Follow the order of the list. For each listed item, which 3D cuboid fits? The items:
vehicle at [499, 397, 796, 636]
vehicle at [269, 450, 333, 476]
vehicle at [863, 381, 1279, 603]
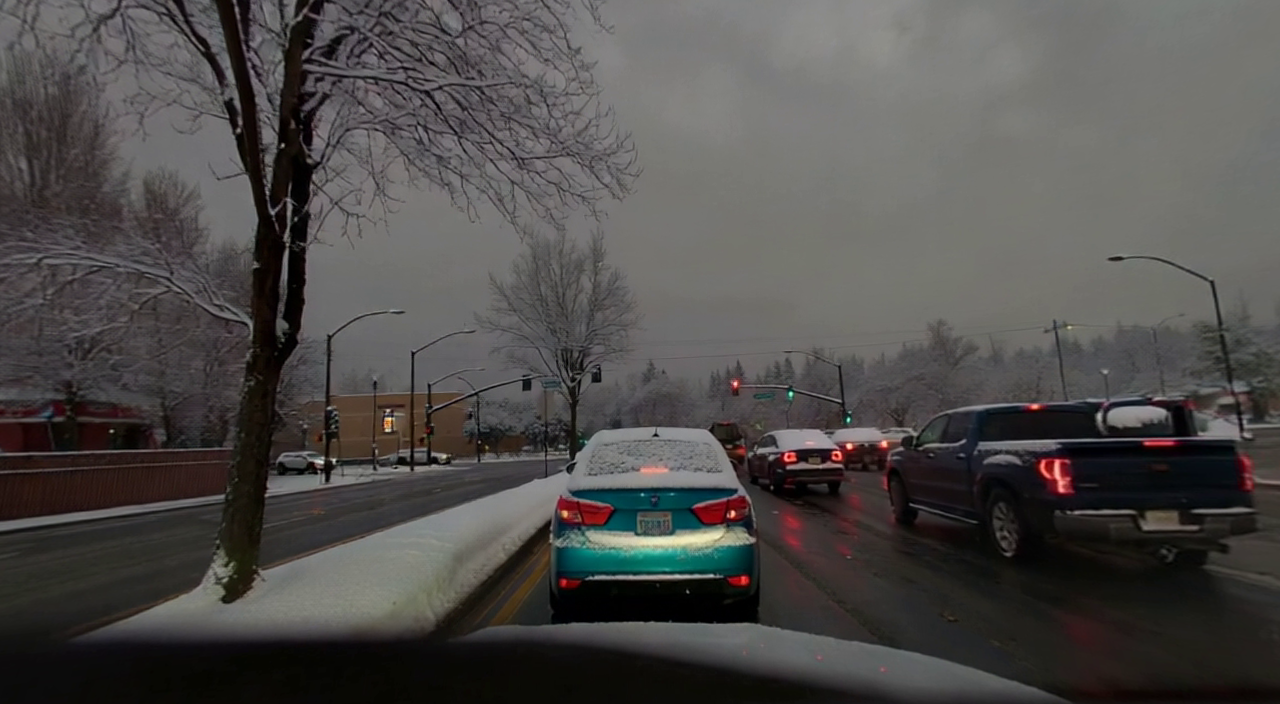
[{"bbox_3d":[0.017,1.462,6.565,2.116,1.677,3.948,0,-8,-1],"label":"vehicle"},{"bbox_3d":[-24.026,7.841,44.883,1.798,1.706,4.385,-1,-8,6],"label":"vehicle"},{"bbox_3d":[4.566,1.482,7.569,2.019,1.803,4.634,0,-8,-1],"label":"vehicle"}]
